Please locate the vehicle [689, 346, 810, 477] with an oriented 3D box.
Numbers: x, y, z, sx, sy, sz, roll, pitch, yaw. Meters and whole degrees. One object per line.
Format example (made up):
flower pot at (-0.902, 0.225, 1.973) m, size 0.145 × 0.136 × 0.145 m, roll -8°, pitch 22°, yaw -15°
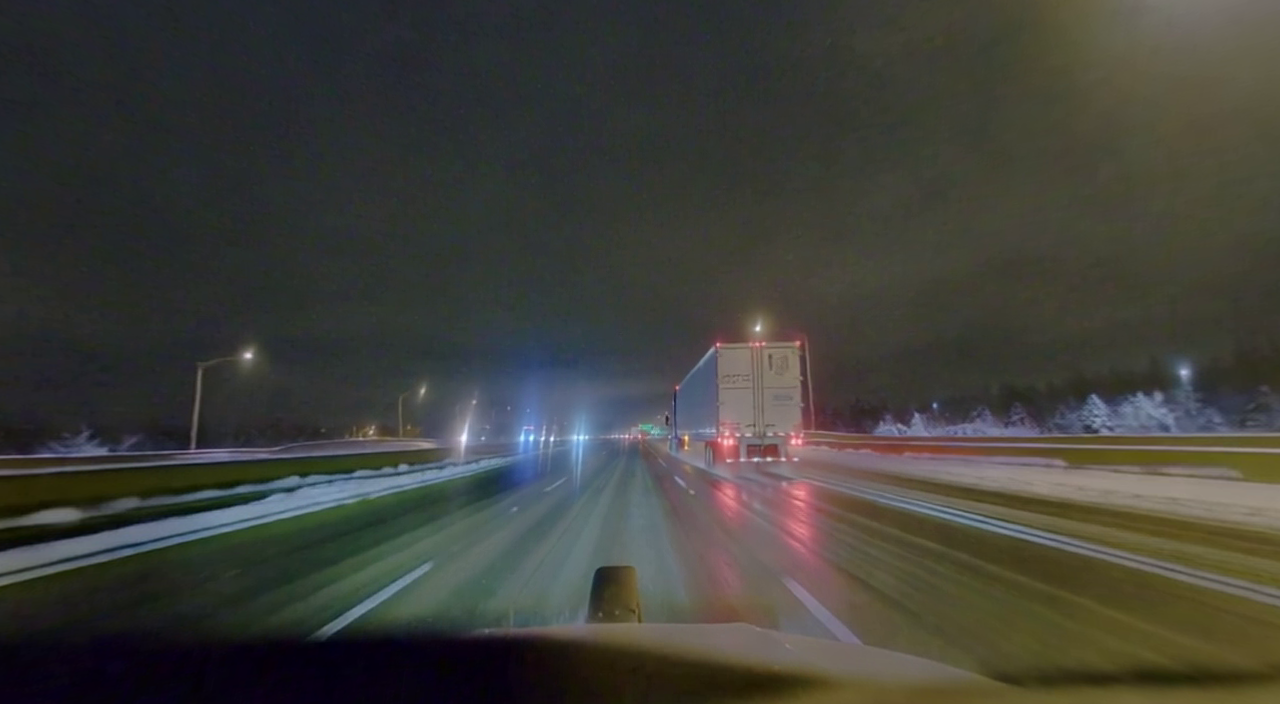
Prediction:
vehicle at (3.660, 2.349, 23.438) m, size 2.859 × 3.981 × 8.596 m, roll 0°, pitch -8°, yaw -1°
